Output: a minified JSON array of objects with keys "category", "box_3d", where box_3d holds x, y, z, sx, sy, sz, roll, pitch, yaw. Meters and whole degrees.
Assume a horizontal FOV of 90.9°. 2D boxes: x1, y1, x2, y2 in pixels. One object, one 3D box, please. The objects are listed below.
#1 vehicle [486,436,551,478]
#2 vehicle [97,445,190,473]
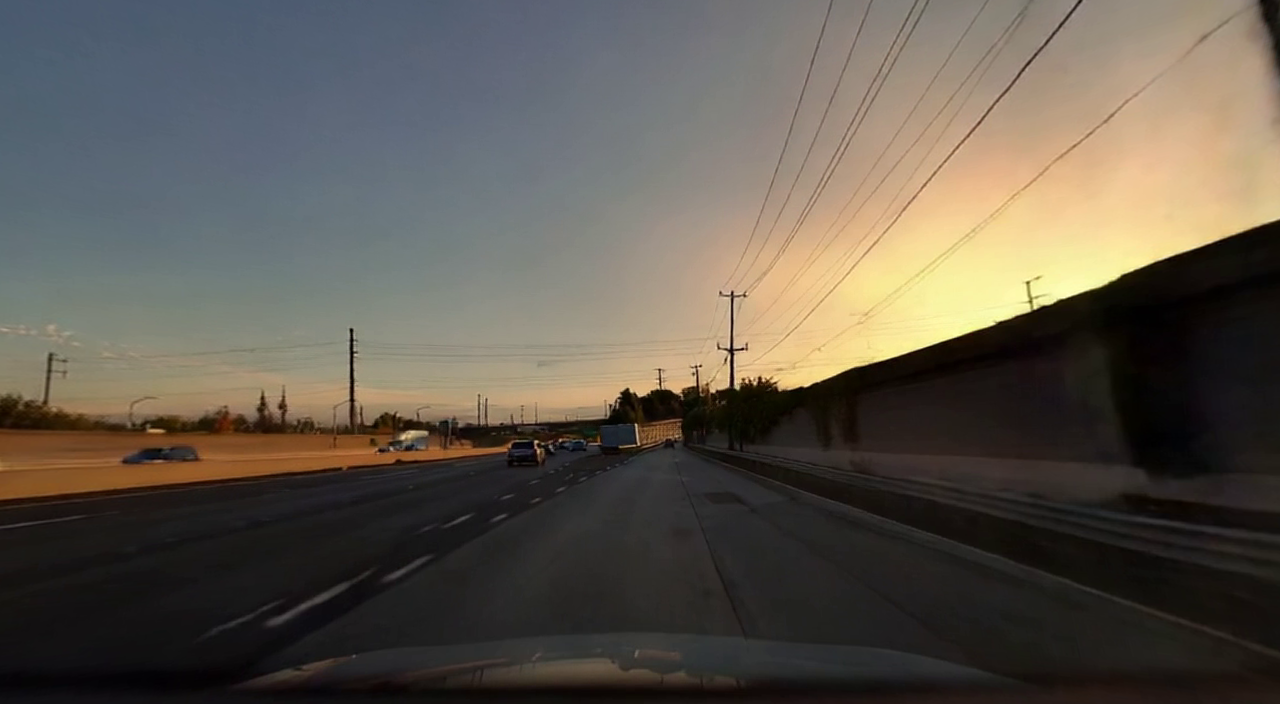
[{"category":"vehicle","box_3d":[-4.996,4.373,26.463,2.029,1.609,3.935,0,-8,-1]},{"category":"vehicle","box_3d":[-30.392,6.527,38.825,1.932,1.555,4.652,0,-8,-1]}]
